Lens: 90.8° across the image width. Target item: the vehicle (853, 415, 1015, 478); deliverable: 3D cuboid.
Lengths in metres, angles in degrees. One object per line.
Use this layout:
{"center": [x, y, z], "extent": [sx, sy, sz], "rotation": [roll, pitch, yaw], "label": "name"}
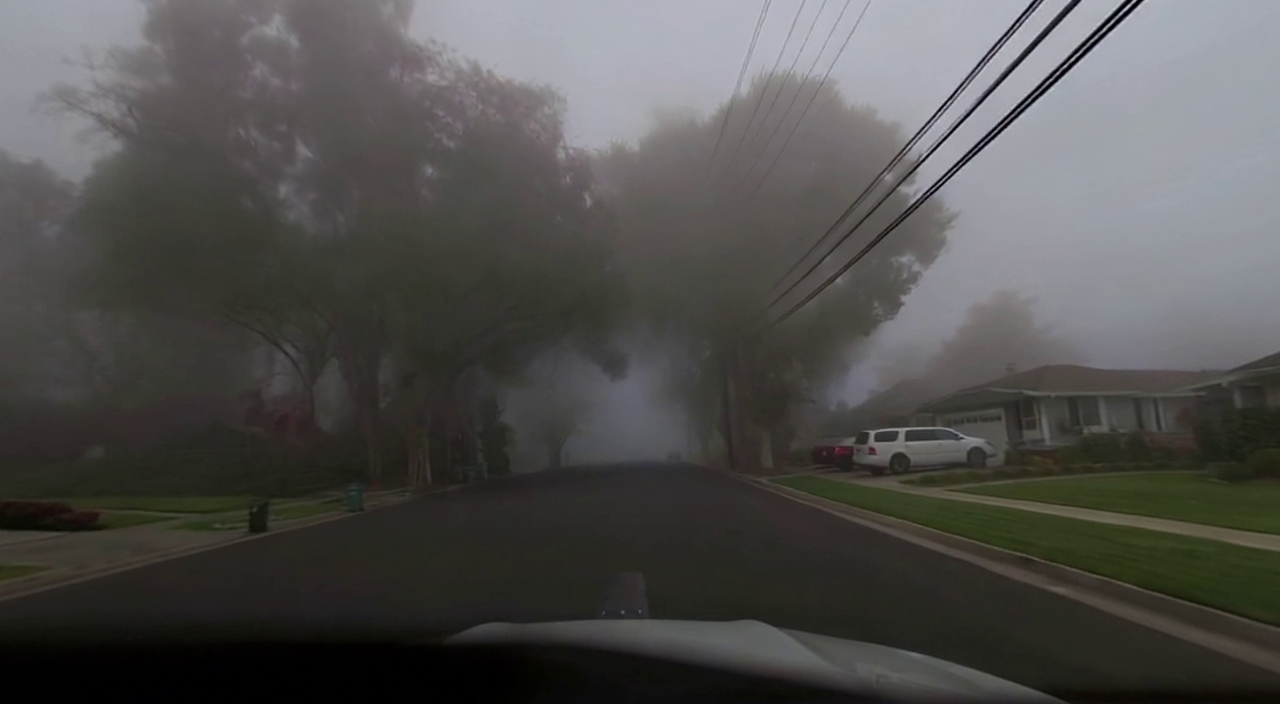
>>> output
{"center": [10.312, 3.353, 22.450], "extent": [4.555, 1.803, 2.151], "rotation": [-4, -8, -2], "label": "vehicle"}
